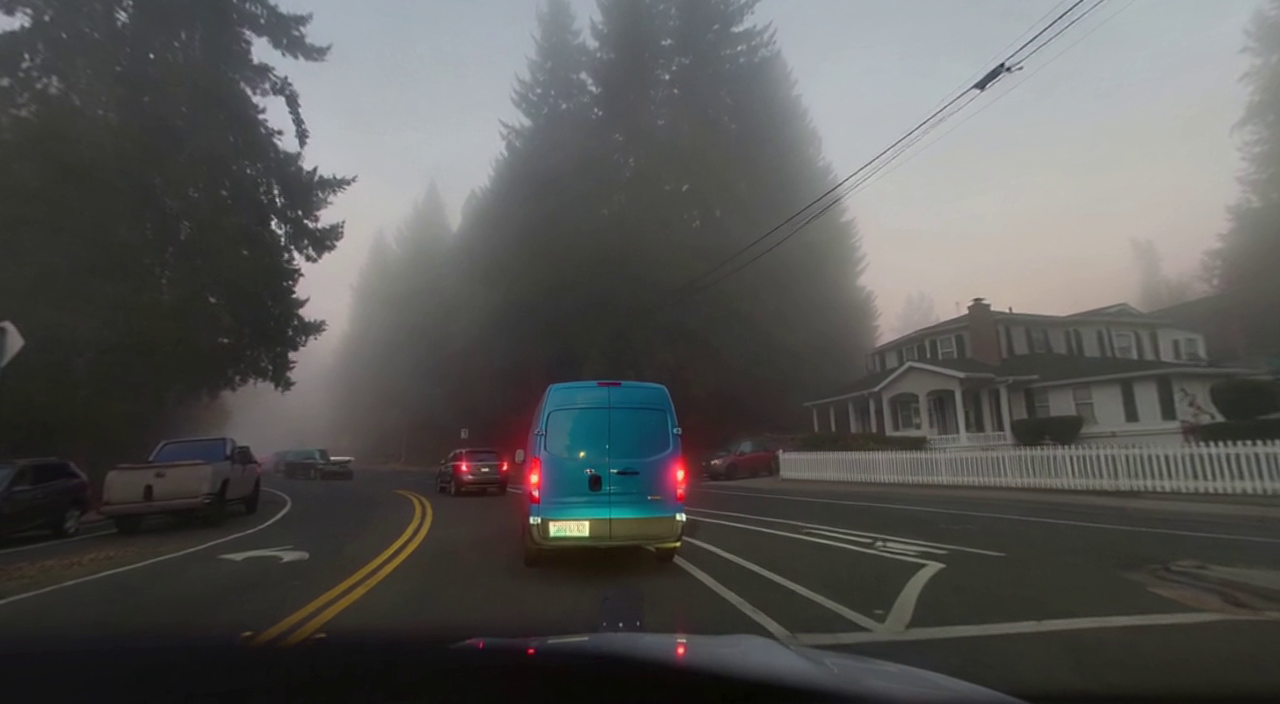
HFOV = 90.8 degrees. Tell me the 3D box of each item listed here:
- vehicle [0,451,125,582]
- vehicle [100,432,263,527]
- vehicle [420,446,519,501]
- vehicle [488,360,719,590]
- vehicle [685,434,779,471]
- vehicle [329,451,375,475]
[{"bbox_3d":[-8.200,1.851,7.001,1.952,1.461,4.377,2,-9,-12],"label":"vehicle"},{"bbox_3d":[-10.953,2.987,15.623,2.228,1.871,5.492,4,-10,-26],"label":"vehicle"},{"bbox_3d":[-5.279,3.579,19.159,2.008,1.445,4.386,4,-10,-27],"label":"vehicle"},{"bbox_3d":[-0.866,1.518,8.517,2.213,2.124,4.809,2,-9,-14],"label":"vehicle"},{"bbox_3d":[4.709,5.099,32.132,4.559,1.754,1.985,6,-10,-35],"label":"vehicle"},{"bbox_3d":[-19.084,7.276,41.713,1.911,1.493,4.291,6,-10,-35],"label":"vehicle"}]
